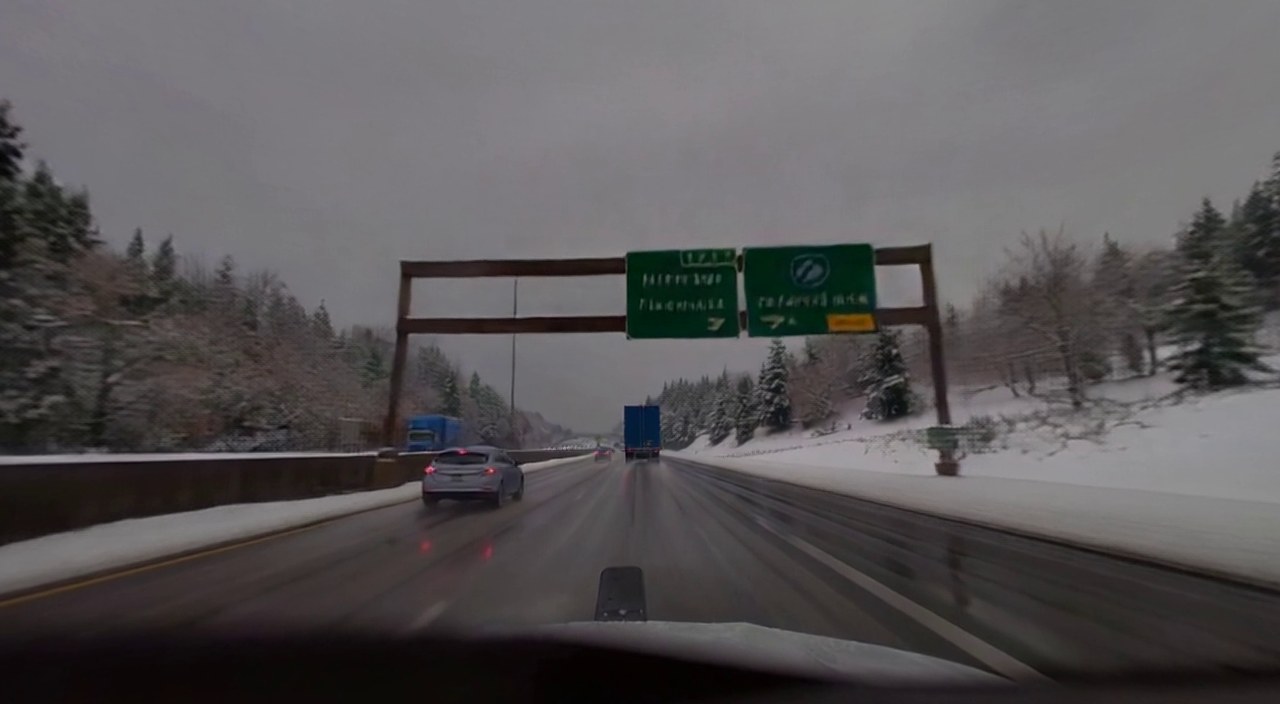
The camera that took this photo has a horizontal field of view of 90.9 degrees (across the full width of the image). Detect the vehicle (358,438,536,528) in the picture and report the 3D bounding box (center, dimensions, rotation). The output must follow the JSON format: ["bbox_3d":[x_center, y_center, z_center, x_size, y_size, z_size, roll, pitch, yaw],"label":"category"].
[{"bbox_3d":[-3.721,2.644,13.367,2.114,1.523,5.110,0,-9,0],"label":"vehicle"}]

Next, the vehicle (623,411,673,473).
[{"bbox_3d":[0.363,6.081,42.182,2.893,3.628,9.081,0,-9,-2],"label":"vehicle"}]
